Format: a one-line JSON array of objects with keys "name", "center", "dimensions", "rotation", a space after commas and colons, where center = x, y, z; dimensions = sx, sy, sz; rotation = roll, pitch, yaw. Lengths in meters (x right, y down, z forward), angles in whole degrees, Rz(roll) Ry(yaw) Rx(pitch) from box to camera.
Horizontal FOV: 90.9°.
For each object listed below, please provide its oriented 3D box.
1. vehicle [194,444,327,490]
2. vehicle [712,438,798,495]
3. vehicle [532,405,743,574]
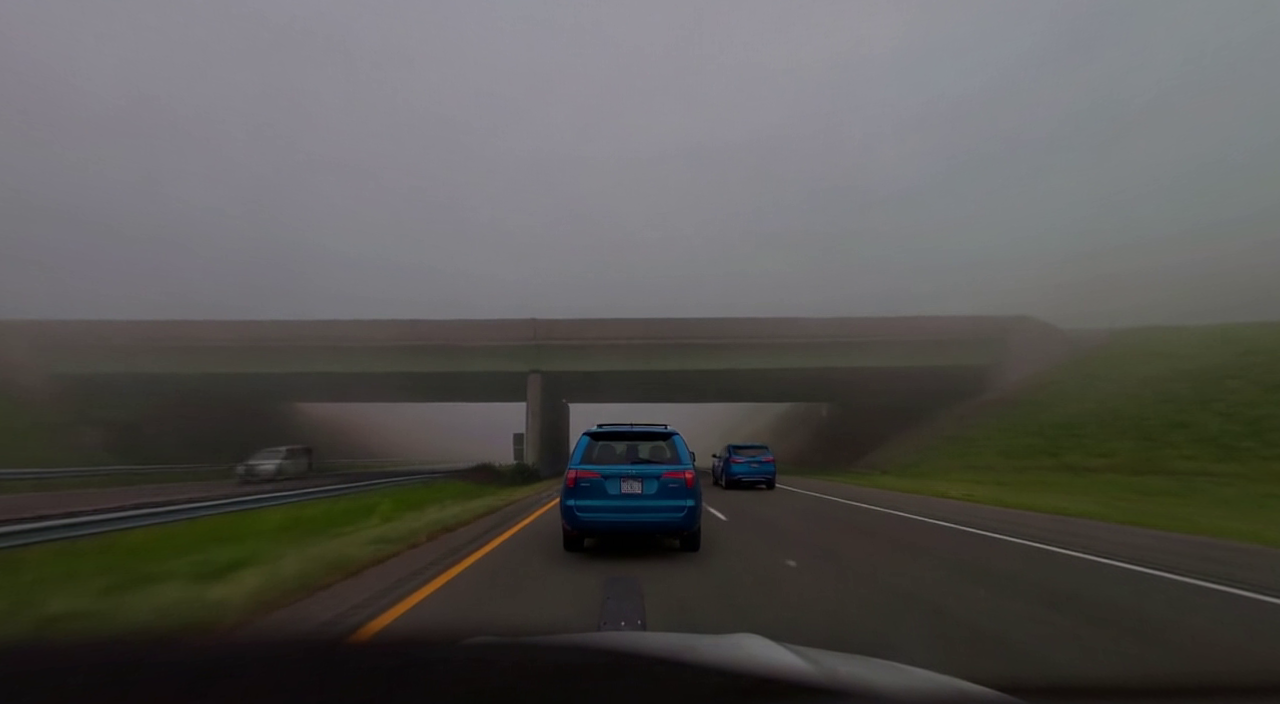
[{"name": "vehicle", "center": [-13.083, 3.977, 22.100], "dimensions": [2.006, 1.459, 4.251], "rotation": [0, -9, 0]}, {"name": "vehicle", "center": [3.894, 3.954, 22.172], "dimensions": [2.043, 1.767, 4.620], "rotation": [0, -9, -1]}, {"name": "vehicle", "center": [-0.027, 1.811, 8.958], "dimensions": [2.288, 1.823, 4.059], "rotation": [0, -9, 0]}]
